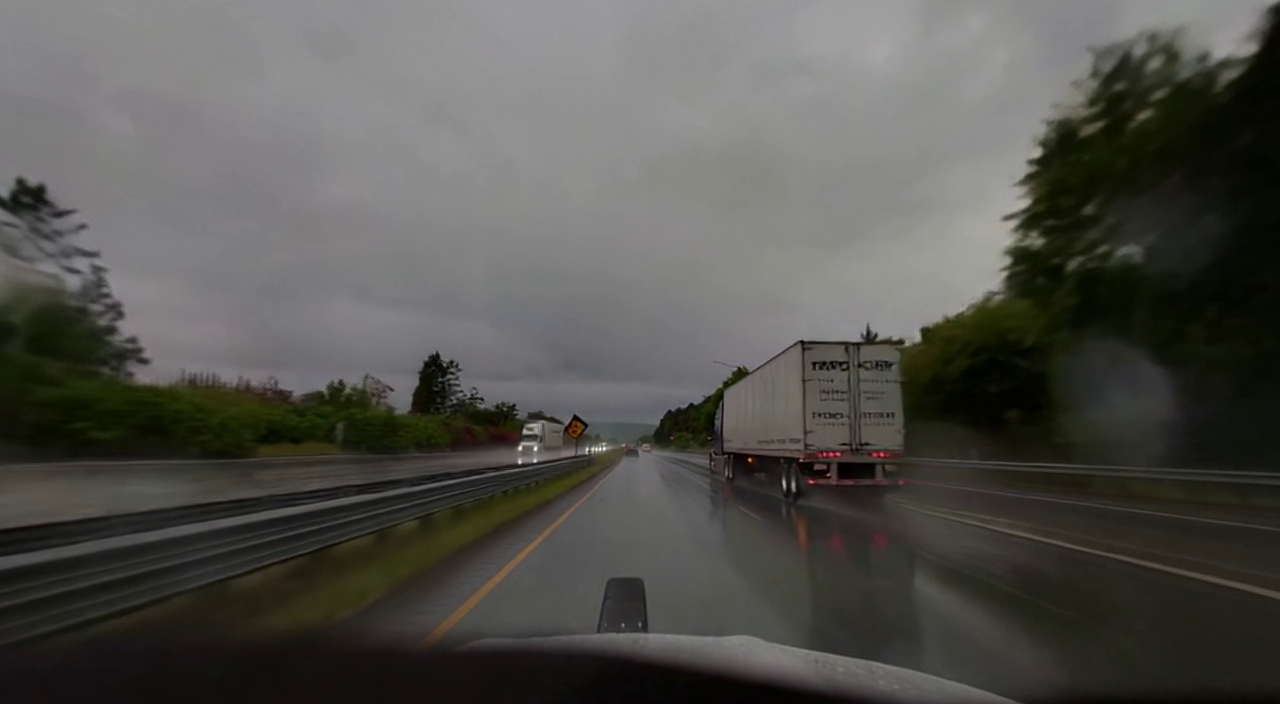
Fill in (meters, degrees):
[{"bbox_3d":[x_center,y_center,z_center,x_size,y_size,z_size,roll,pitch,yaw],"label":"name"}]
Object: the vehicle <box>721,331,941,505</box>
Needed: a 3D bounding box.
[{"bbox_3d":[5.310,2.623,21.807,2.983,4.030,14.444,0,-9,-1],"label":"vehicle"}]
